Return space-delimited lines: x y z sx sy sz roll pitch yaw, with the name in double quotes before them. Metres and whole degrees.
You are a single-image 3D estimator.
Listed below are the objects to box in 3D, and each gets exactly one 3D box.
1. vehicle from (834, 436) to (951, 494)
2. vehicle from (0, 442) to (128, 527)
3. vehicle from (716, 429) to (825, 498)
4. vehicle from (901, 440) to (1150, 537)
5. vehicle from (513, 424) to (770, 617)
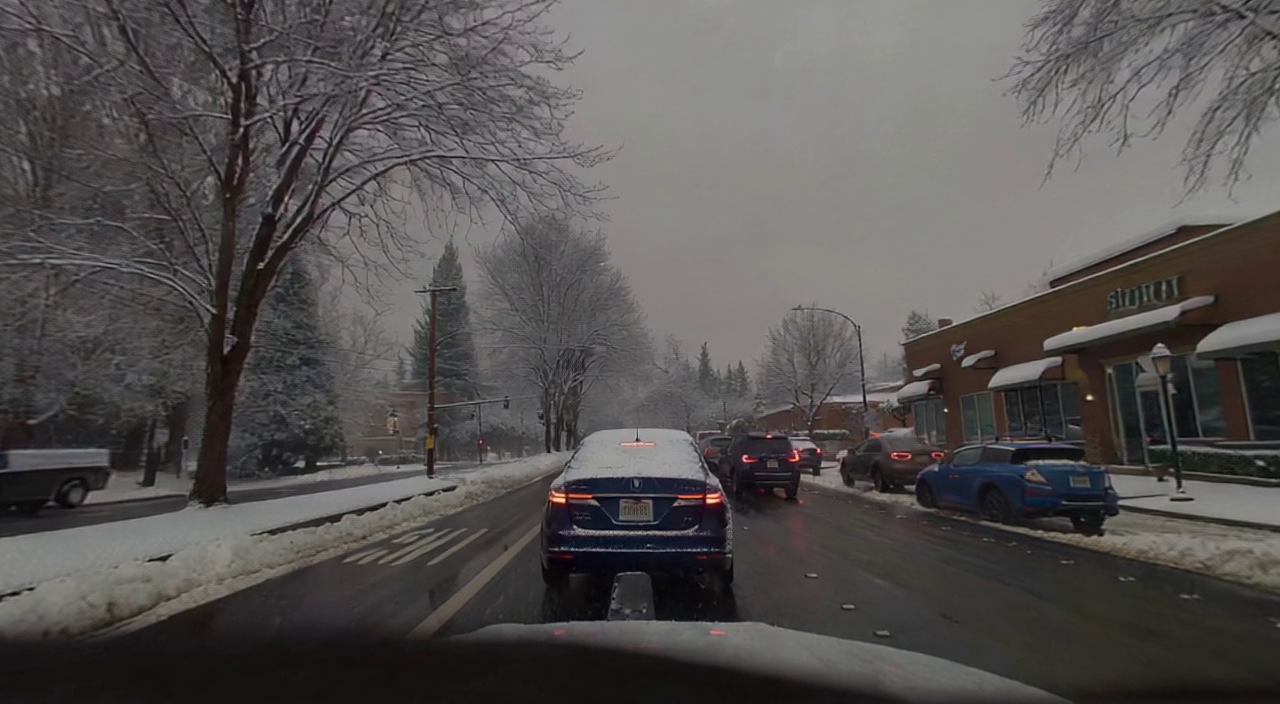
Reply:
"vehicle" 7.939 3.565 20.371 1.963 1.637 4.527 0 -8 1
"vehicle" -14.462 2.922 14.251 2.163 1.743 4.428 0 -8 -4
"vehicle" 3.621 3.200 18.461 2.114 1.736 4.553 0 -8 -1
"vehicle" 6.837 2.417 11.916 1.911 1.468 4.417 0 -8 0
"vehicle" -0.019 1.624 7.115 1.977 1.465 4.376 0 -8 -1
